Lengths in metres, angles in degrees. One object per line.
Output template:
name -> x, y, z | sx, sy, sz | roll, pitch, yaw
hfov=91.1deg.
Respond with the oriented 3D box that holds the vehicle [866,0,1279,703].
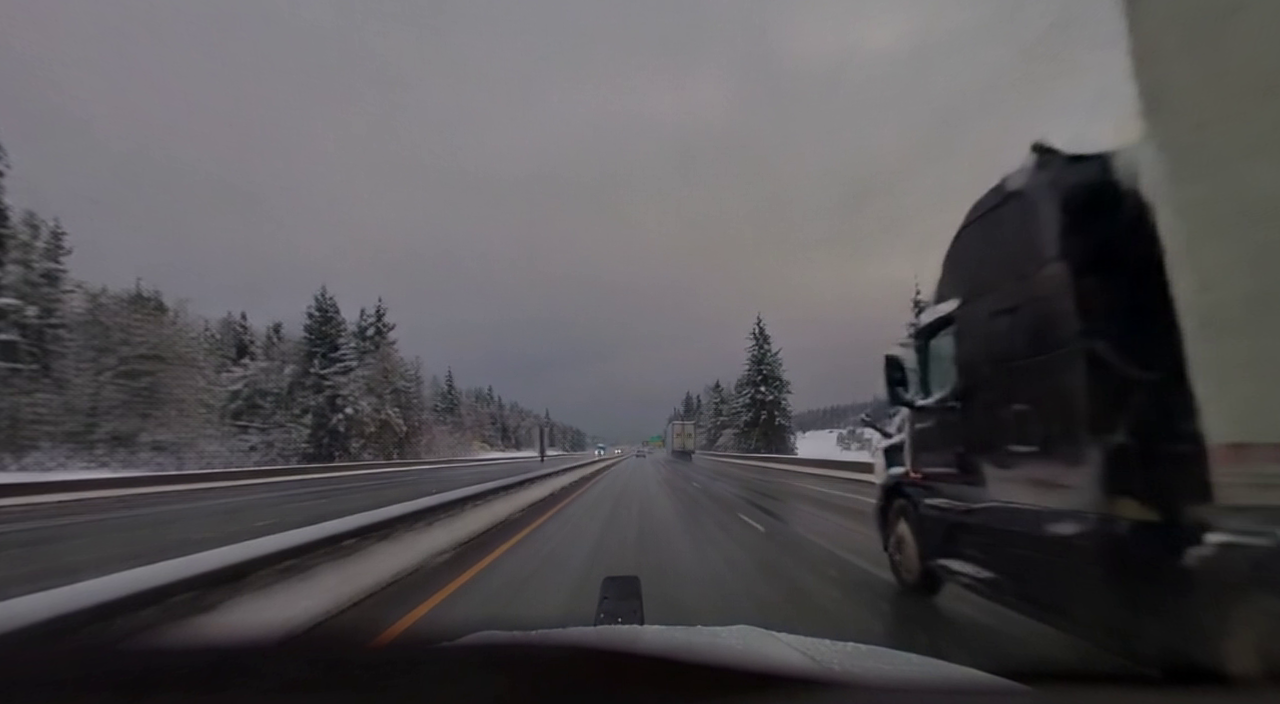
vehicle -> 4.054, -0.045, 3.614 | 2.989, 3.896, 6.129 | 0, -9, -1
